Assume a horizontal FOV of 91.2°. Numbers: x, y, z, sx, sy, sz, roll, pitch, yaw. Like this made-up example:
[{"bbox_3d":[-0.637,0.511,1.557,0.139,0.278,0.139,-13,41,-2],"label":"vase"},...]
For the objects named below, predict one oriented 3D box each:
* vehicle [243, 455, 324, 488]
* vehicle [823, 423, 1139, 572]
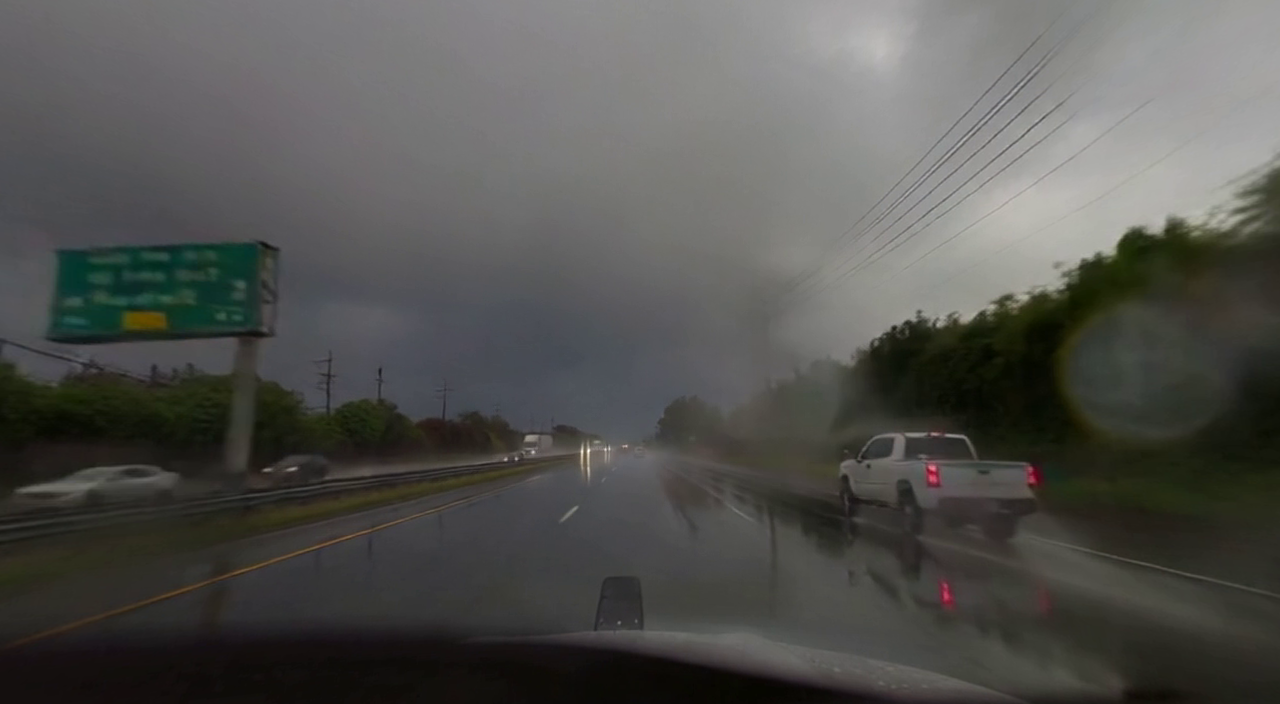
[{"bbox_3d":[-19.373,6.463,34.251,1.907,1.622,4.260,0,-9,0],"label":"vehicle"},{"bbox_3d":[4.256,1.870,8.801,2.054,1.565,4.089,0,-9,-1],"label":"vehicle"}]
